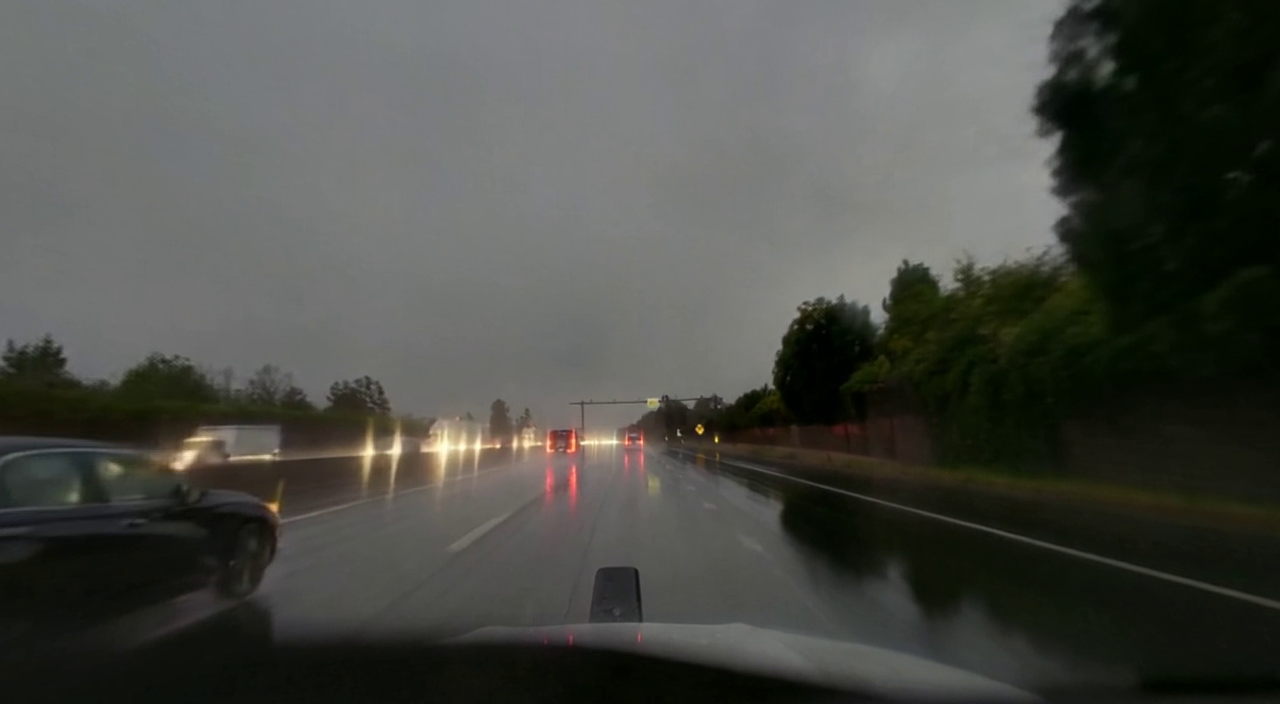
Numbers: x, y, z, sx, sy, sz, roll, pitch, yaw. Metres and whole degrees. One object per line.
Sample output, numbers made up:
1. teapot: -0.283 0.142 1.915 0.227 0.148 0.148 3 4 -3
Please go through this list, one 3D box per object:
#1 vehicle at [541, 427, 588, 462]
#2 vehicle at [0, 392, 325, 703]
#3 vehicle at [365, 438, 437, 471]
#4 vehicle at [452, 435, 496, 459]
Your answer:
1. vehicle: -4.332 5.392 36.871 2.115 1.887 4.721 0 -8 0
2. vehicle: -3.818 1.066 3.516 1.953 1.550 4.167 0 -8 0
3. vehicle: -11.785 5.046 31.306 1.891 1.522 4.210 0 -8 0
4. vehicle: -12.120 6.963 46.177 1.961 1.644 4.247 -1 -8 1
